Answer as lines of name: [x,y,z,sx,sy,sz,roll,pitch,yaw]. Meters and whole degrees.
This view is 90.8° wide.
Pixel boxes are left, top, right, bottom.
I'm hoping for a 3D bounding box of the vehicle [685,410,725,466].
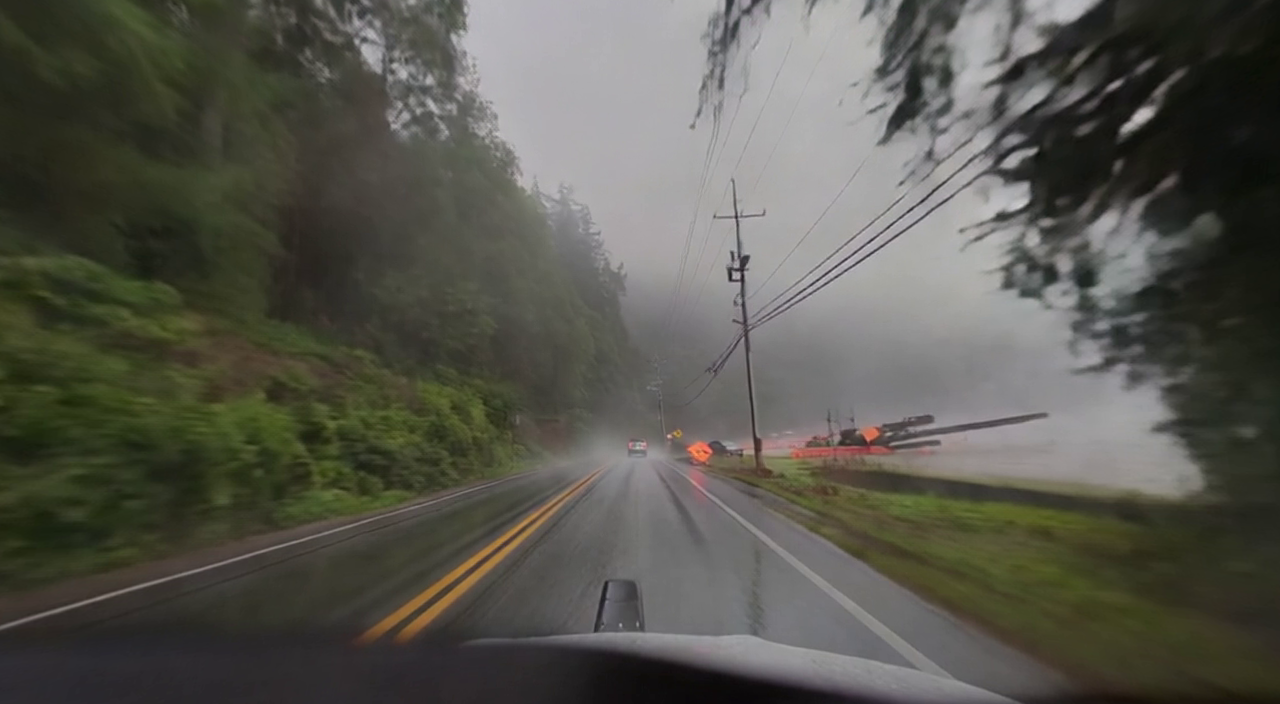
vehicle: [3.956,5.290,39.029,2.374,3.357,1.724,0,-8,4]
